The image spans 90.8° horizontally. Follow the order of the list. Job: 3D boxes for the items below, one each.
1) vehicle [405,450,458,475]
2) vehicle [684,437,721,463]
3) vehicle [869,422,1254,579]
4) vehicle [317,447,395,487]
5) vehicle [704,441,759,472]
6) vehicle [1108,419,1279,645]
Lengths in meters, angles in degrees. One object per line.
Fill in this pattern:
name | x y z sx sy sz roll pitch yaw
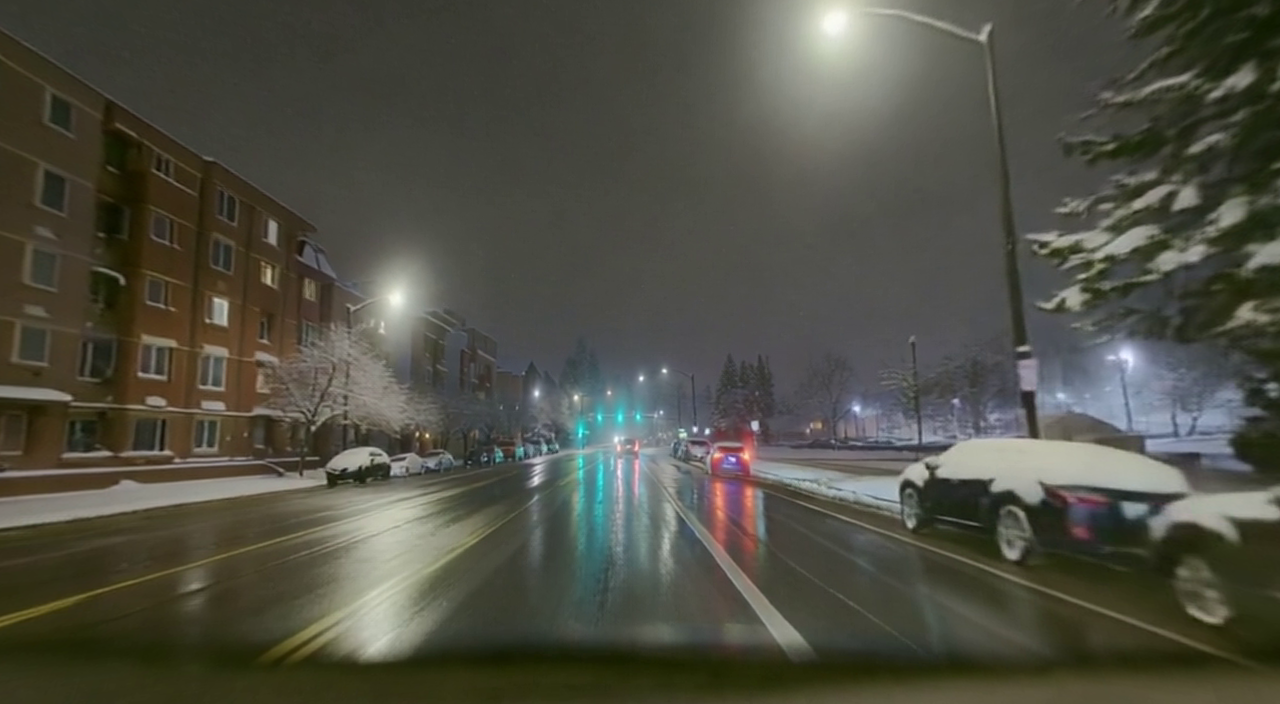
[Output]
vehicle | -13.605 7.208 41.509 1.889 1.461 4.608 0 -8 0
vehicle | 4.512 7.173 46.348 2.102 1.781 5.470 0 -8 -1
vehicle | 5.053 1.817 8.637 2.069 1.538 4.528 0 -8 -1
vehicle | -13.389 5.419 30.089 1.908 1.694 4.306 0 -8 -4
vehicle | 4.618 5.335 32.500 2.085 1.466 4.276 0 -8 -2
vehicle | 5.143 1.102 3.570 1.797 1.486 4.154 0 -8 0
